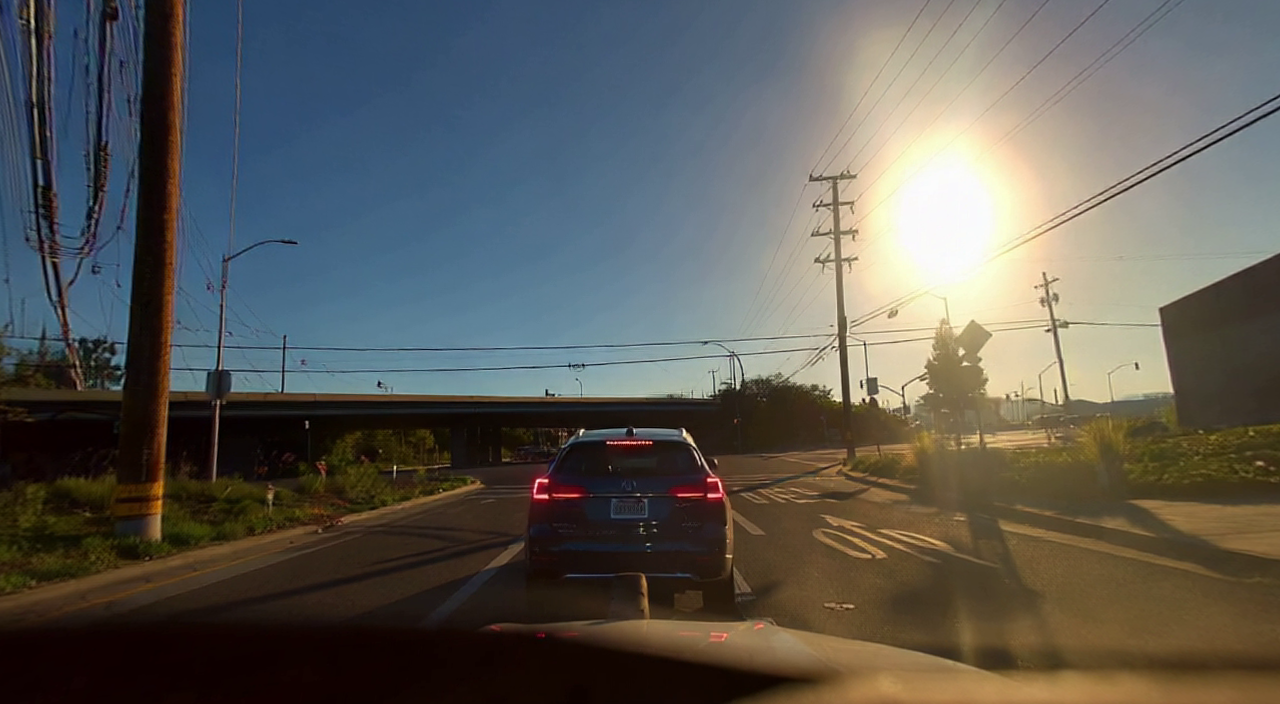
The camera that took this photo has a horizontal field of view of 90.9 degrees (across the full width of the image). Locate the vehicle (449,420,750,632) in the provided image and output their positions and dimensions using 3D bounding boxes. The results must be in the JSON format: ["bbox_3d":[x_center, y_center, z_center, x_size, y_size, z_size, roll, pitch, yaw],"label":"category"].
[{"bbox_3d":[-0.246,1.521,6.469,2.090,1.458,4.033,-1,-9,1],"label":"vehicle"}]
